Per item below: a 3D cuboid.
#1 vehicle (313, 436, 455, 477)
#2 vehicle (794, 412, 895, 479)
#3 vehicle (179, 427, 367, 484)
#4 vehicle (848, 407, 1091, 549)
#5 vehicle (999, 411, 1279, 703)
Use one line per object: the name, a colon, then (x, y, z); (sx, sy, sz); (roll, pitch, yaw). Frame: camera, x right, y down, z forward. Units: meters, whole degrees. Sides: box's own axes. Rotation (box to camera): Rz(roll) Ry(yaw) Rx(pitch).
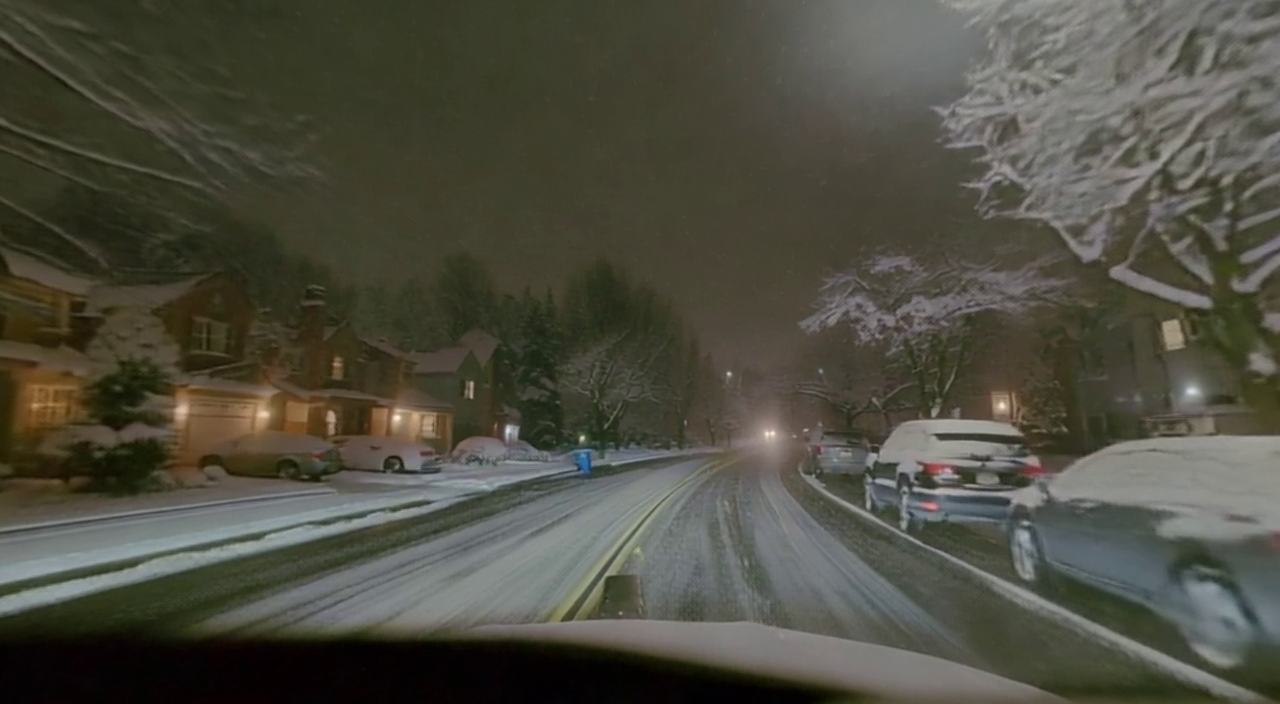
vehicle: (-9.492, 3.886, 23.583); (4.455, 1.419, 2.017); (-2, -9, 9)
vehicle: (7.315, 3.461, 23.420); (2.735, 2.117, 6.103); (-2, -9, 10)
vehicle: (-11.188, 3.165, 19.448); (4.635, 1.594, 2.132); (-2, -9, 10)
vehicle: (5.030, 1.981, 10.598); (2.194, 1.786, 4.704); (-2, -9, 10)
vehicle: (4.352, 1.254, 4.586); (1.806, 1.486, 3.535); (-2, -9, 9)
